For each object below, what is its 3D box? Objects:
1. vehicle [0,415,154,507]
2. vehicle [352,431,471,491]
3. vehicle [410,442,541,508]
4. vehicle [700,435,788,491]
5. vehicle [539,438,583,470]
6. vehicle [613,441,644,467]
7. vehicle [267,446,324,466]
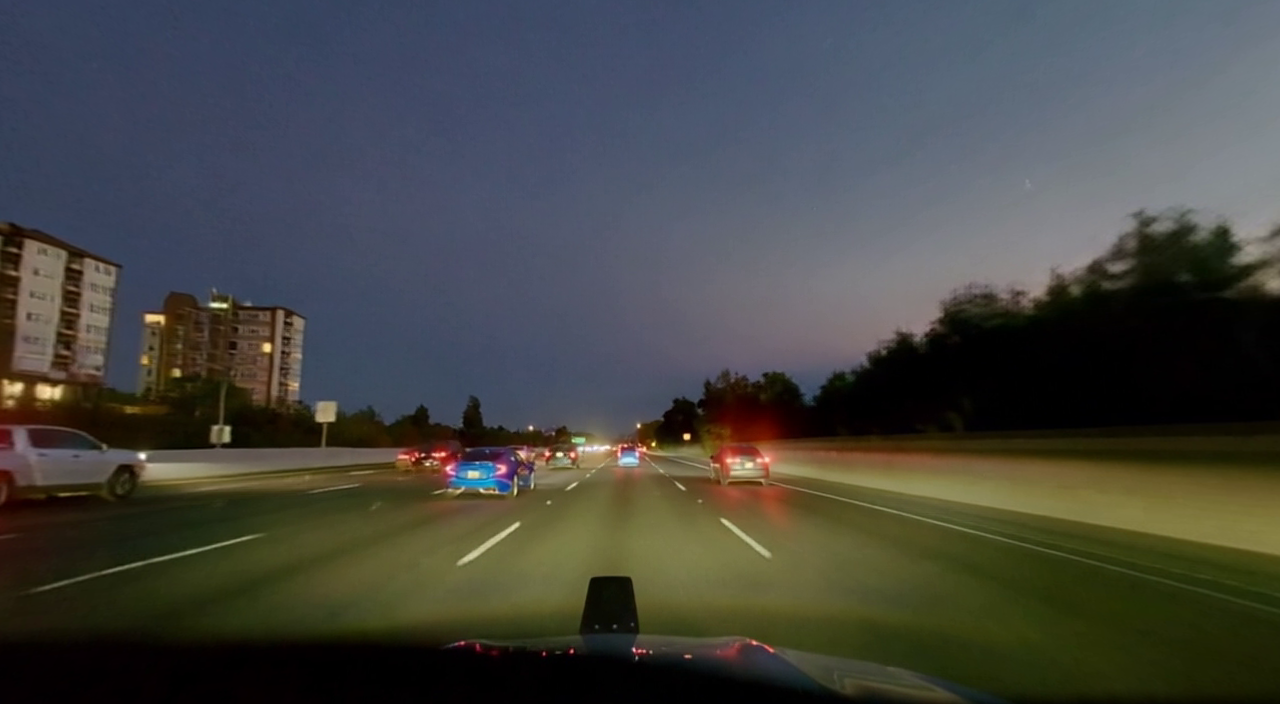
[{"bbox_3d":[-15.181,2.545,14.932,2.396,1.999,6.333,0,-8,-1],"label":"vehicle"},{"bbox_3d":[-7.533,3.640,21.469,2.086,1.776,5.080,0,-8,0],"label":"vehicle"},{"bbox_3d":[-3.991,3.055,16.219,2.124,1.426,4.444,0,-9,0],"label":"vehicle"},{"bbox_3d":[3.306,3.644,21.122,2.061,1.658,4.417,0,-8,-2],"label":"vehicle"},{"bbox_3d":[-4.610,5.995,37.351,2.044,1.774,4.329,0,-8,-1],"label":"vehicle"},{"bbox_3d":[-0.772,6.865,42.717,2.053,1.650,3.945,0,-8,-1],"label":"vehicle"},{"bbox_3d":[-26.416,7.946,48.661,1.816,1.457,4.598,0,-8,0],"label":"vehicle"}]
